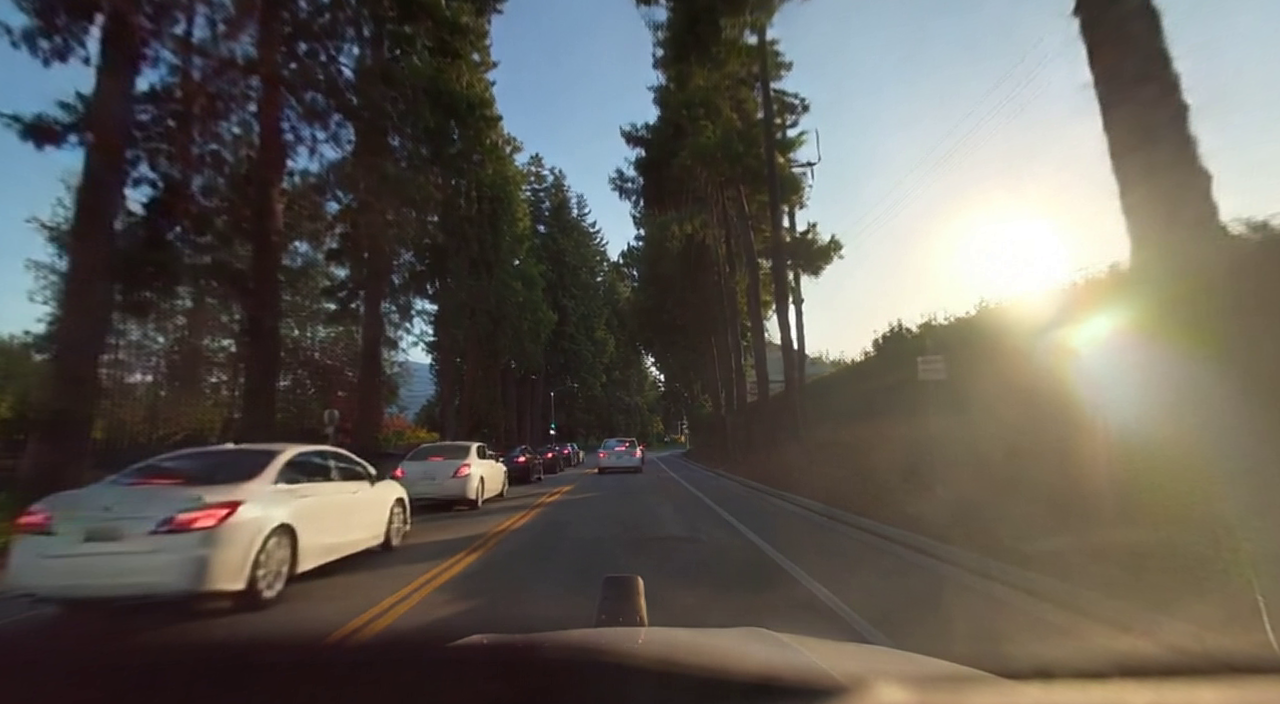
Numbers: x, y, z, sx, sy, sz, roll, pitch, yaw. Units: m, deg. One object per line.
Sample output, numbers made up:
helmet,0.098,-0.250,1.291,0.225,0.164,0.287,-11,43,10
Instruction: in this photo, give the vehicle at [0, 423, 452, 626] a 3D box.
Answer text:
vehicle,-3.701,1.569,6.791,2.030,1.452,4.312,0,-8,0

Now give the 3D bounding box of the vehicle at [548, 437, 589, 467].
vehicle,-4.194,5.944,37.802,1.983,1.697,4.285,0,-8,-1

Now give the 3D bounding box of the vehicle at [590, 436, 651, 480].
vehicle,-0.716,4.007,24.160,2.127,1.517,4.090,0,-8,-1
